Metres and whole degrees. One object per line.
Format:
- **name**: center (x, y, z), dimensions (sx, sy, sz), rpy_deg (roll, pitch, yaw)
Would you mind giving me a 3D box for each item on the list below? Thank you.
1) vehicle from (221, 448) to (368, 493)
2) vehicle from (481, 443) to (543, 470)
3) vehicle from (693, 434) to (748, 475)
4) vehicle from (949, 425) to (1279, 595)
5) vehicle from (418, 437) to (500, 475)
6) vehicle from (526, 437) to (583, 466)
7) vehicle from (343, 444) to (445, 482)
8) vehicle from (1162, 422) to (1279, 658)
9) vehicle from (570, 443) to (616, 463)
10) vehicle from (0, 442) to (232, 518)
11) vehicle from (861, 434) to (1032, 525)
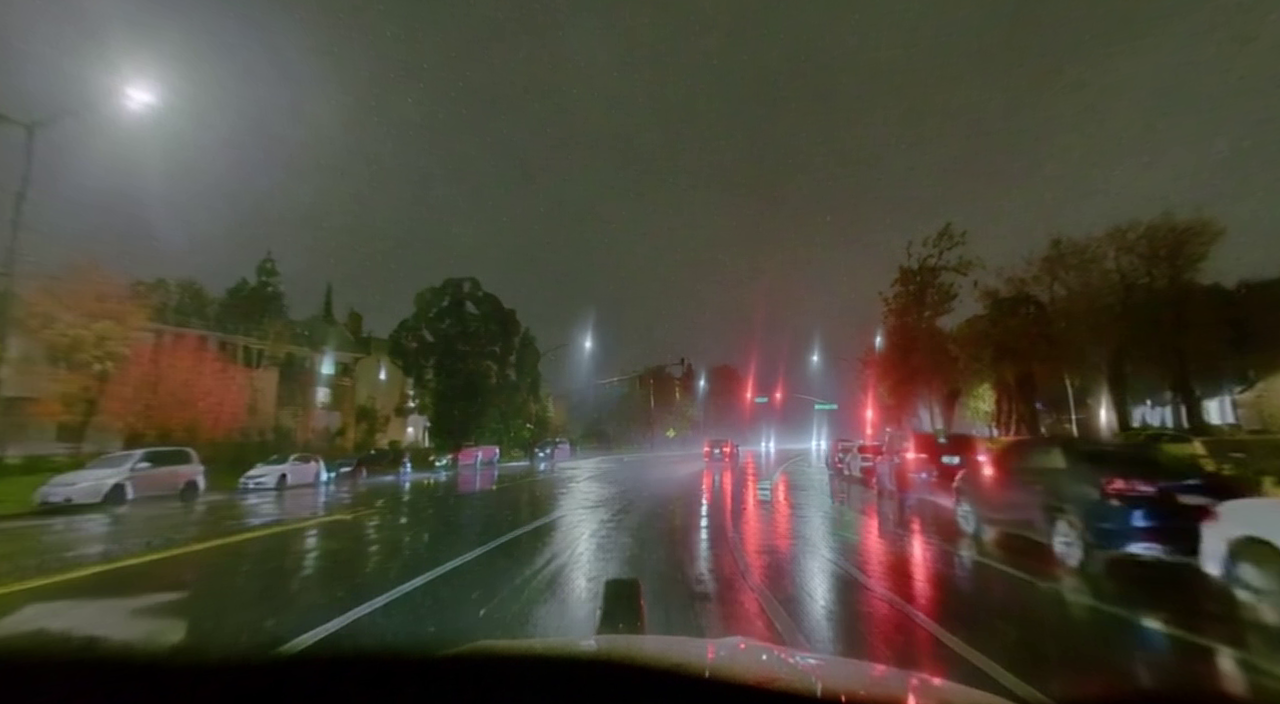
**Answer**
- **vehicle**: center (-11.549, 3.973, 21.591), dimensions (1.893, 1.310, 4.719), rpy_deg (-1, -8, 9)
- **vehicle**: center (-7.660, 6.259, 38.135), dimensions (1.809, 1.469, 4.485), rpy_deg (-2, -9, 15)
- **vehicle**: center (3.657, 4.508, 28.032), dimensions (1.852, 1.680, 4.488), rpy_deg (-2, -9, 14)
- **vehicle**: center (5.717, 1.760, 7.920), dimensions (1.850, 1.557, 3.992), rpy_deg (0, -8, 4)
- **vehicle**: center (-9.180, 5.301, 32.525), dimensions (1.977, 1.761, 4.990), rpy_deg (-2, -8, 10)
- **vehicle**: center (-5.847, 6.868, 43.755), dimensions (2.115, 1.853, 4.745), rpy_deg (-3, -9, 17)
- **vehicle**: center (-10.524, 4.749, 27.415), dimensions (1.880, 1.450, 4.627), rpy_deg (-2, -9, 11)
- **vehicle**: center (4.896, 0.994, 2.602), dimensions (1.741, 1.494, 4.587), rpy_deg (0, -8, 3)
- **vehicle**: center (-3.643, 7.872, 49.442), dimensions (1.782, 1.472, 4.744), rpy_deg (-3, -9, 20)
- **vehicle**: center (-12.313, 2.909, 15.082), dimensions (1.918, 1.508, 4.353), rpy_deg (-1, -8, 6)
- **vehicle**: center (5.959, 2.478, 12.857), dimensions (1.841, 1.545, 3.813), rpy_deg (-1, -8, 5)
